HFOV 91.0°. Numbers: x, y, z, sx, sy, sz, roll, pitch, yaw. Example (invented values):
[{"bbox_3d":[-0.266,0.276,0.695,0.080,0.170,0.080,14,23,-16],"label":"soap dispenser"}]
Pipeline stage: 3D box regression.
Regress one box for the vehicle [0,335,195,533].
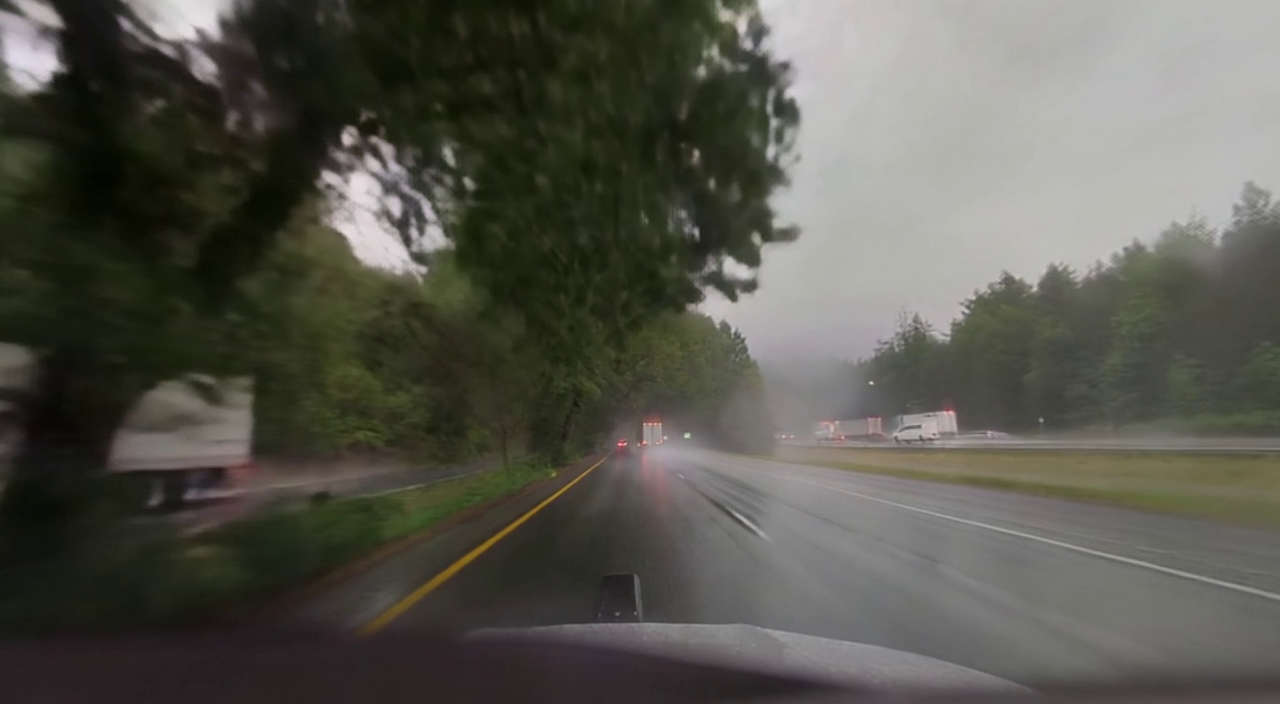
[{"bbox_3d":[-13.714,1.389,10.679,2.908,3.776,13.054,0,-8,0],"label":"vehicle"}]
